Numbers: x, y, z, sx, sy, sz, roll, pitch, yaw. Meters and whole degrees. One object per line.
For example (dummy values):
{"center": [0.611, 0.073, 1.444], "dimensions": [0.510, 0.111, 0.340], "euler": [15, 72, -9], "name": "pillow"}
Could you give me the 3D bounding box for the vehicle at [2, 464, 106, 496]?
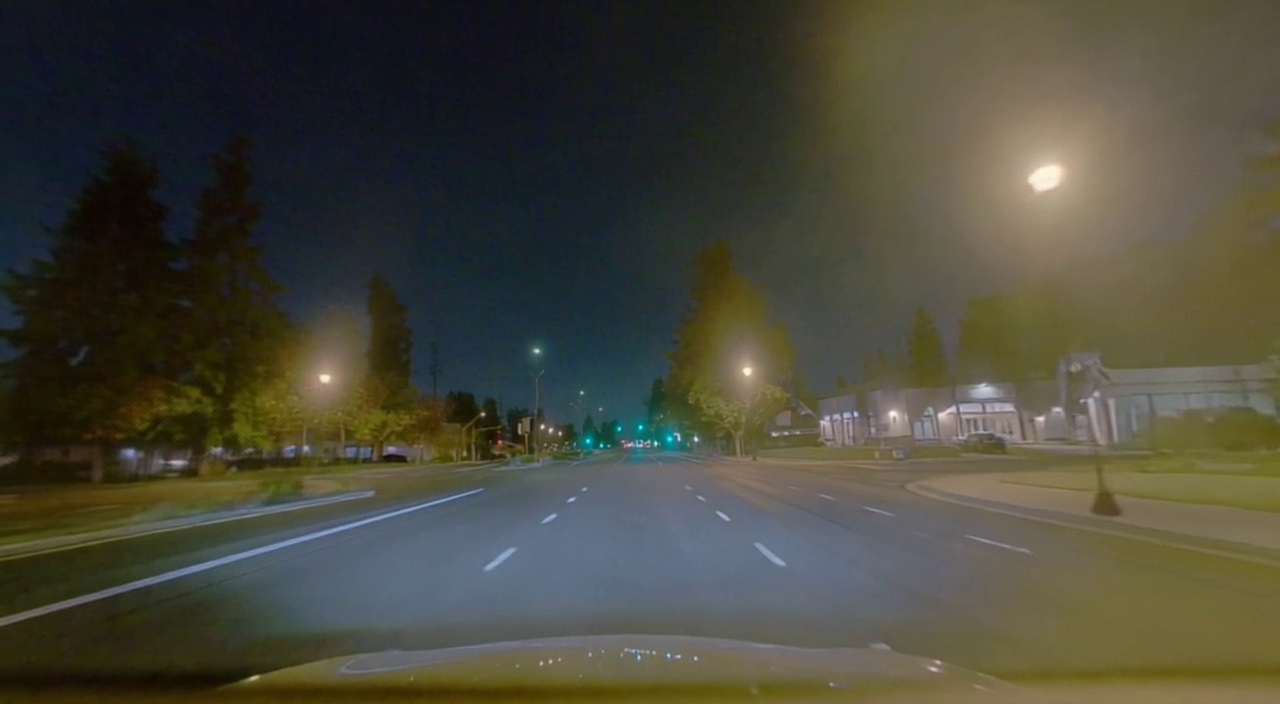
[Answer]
{"center": [-36.060, 7.844, 38.818], "dimensions": [4.515, 1.593, 1.827], "euler": [-3, -10, -2], "name": "vehicle"}
